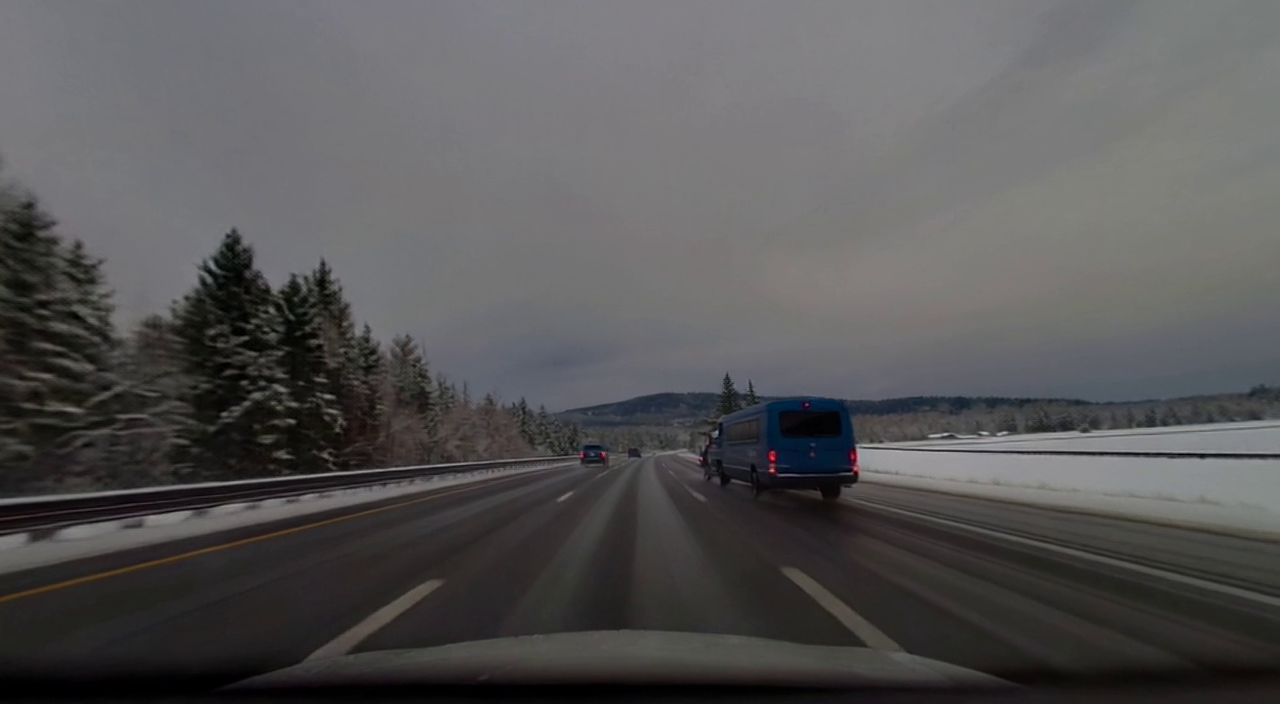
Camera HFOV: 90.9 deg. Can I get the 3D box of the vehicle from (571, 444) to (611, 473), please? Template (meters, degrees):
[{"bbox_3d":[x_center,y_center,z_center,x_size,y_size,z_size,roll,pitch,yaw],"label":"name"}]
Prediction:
[{"bbox_3d":[-2.887,6.401,38.107,2.020,1.619,4.690,0,-9,1],"label":"vehicle"}]

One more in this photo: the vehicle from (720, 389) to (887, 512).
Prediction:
[{"bbox_3d":[3.964,2.633,16.953,2.614,2.655,6.429,0,-9,-1],"label":"vehicle"}]
